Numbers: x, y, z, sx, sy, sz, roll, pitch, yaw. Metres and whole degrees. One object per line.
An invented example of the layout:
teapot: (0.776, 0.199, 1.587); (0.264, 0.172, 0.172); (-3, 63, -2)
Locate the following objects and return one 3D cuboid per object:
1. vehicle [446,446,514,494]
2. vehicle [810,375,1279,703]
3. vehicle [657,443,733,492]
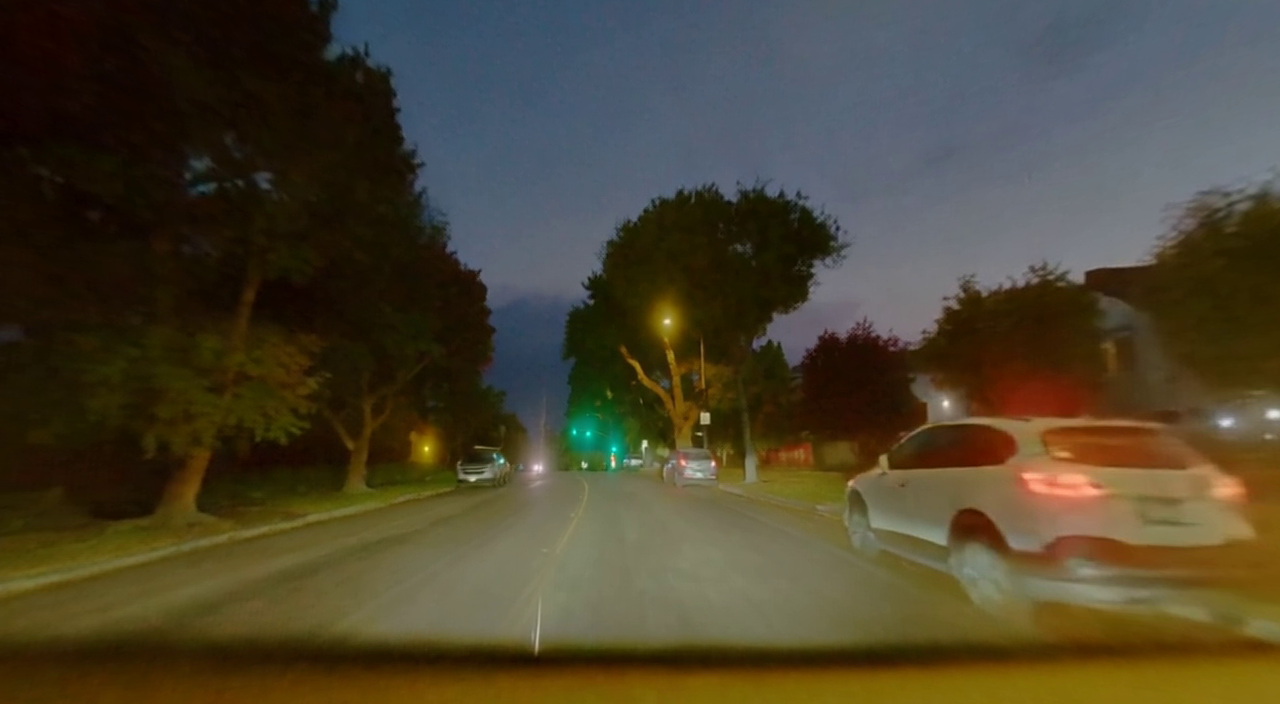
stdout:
vehicle: (-6.664, 4.915, 26.754); (2.051, 1.575, 4.581); (-2, -7, -5)
vehicle: (3.330, 1.336, 5.848); (1.990, 1.753, 4.783); (0, -8, -2)
vehicle: (2.116, 4.613, 25.665); (2.163, 1.742, 4.239); (1, -8, -8)
